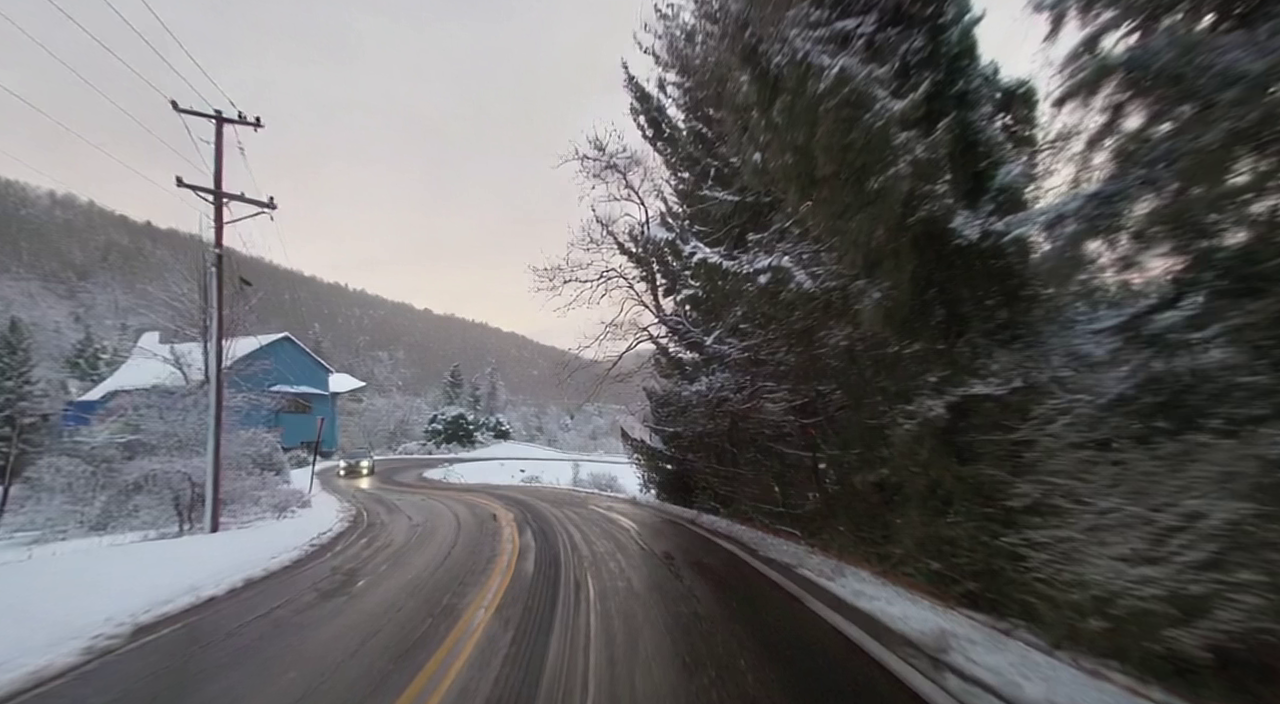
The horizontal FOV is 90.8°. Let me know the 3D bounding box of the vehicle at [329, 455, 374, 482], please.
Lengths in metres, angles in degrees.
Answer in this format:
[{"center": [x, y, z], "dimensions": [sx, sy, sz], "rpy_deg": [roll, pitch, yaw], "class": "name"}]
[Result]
[{"center": [-17.796, 7.104, 38.883], "dimensions": [2.063, 1.485, 3.997], "rpy_deg": [5, -10, -29], "class": "vehicle"}]
